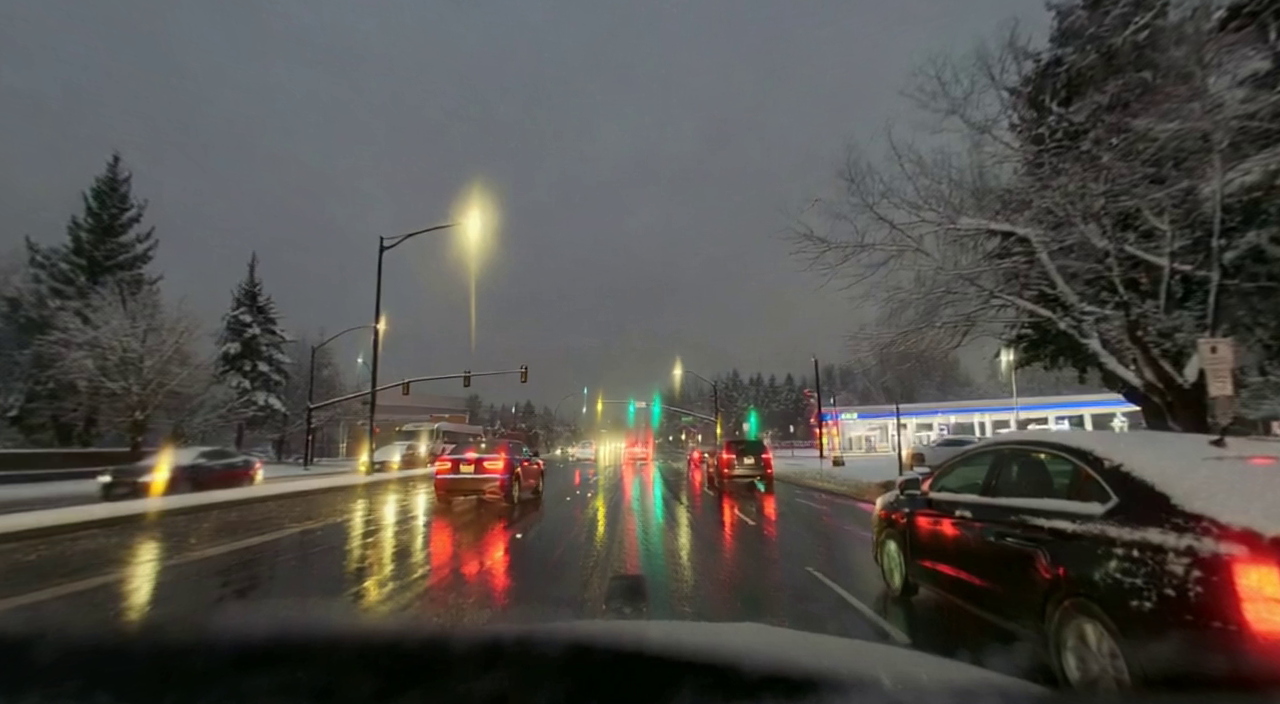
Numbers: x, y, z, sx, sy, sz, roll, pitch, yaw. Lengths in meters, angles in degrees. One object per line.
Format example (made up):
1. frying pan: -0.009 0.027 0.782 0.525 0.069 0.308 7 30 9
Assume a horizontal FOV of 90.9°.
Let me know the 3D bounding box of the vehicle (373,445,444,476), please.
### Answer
1. vehicle: -12.150 5.679 33.397 2.013 1.501 4.484 0 -8 1

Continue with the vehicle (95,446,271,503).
1. vehicle: -13.030 3.470 18.371 2.012 1.458 4.134 0 -8 0

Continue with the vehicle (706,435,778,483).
1. vehicle: 3.805 4.055 24.189 2.022 1.683 4.171 0 -8 0

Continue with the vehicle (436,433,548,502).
1. vehicle: -3.817 3.039 17.050 2.023 1.607 4.086 0 -8 0

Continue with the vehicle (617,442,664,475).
1. vehicle: 0.011 5.130 30.616 2.104 1.477 4.591 0 -8 0

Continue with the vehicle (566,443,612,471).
1. vehicle: -2.872 5.994 36.139 2.192 1.463 4.211 0 -8 1

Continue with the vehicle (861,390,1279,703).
1. vehicle: 3.423 1.182 4.306 2.038 1.499 4.868 0 -8 0

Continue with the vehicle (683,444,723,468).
1. vehicle: 4.043 6.749 41.052 2.174 1.462 4.400 0 -8 0
